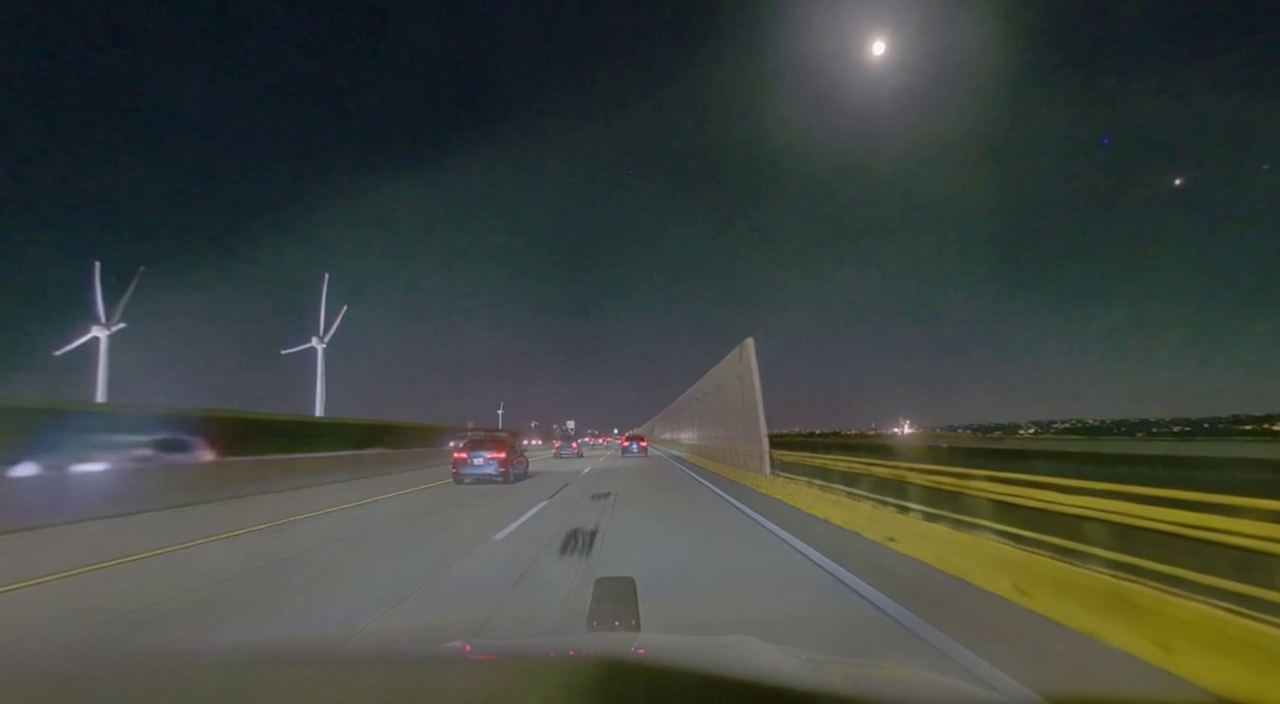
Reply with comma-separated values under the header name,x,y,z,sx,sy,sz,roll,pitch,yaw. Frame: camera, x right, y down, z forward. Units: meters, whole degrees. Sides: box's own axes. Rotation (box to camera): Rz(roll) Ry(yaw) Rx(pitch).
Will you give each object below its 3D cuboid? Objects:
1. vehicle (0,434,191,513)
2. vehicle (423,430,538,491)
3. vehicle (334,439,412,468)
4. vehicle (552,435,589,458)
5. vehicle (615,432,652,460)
name,x,y,z,sx,sy,sz,roll,pitch,yaw
vehicle,-13.907,2.783,15.227,2.239,1.551,5.272,0,-8,-1
vehicle,-4.270,2.969,17.744,1.998,1.468,4.635,0,-8,0
vehicle,-14.335,5.475,34.210,2.097,1.420,5.005,0,-8,-1
vehicle,-4.558,6.283,42.029,2.059,1.436,3.802,0,-8,-1
vehicle,-0.392,5.437,36.519,2.027,1.550,3.607,0,-8,-1
